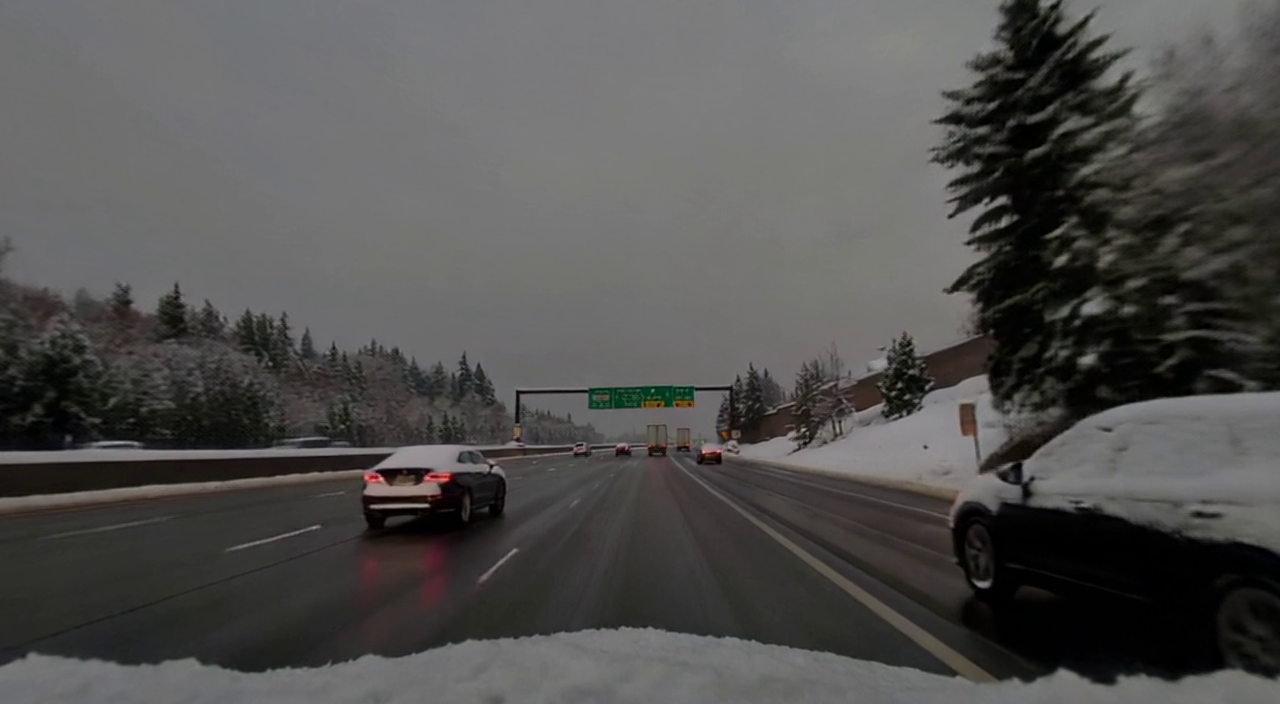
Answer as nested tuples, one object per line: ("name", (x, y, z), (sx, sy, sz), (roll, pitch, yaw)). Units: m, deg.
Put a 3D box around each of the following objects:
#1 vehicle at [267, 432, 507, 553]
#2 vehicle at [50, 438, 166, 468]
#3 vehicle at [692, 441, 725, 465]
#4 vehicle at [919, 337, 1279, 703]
("vehicle", (-3.596, 2.060, 9.912), (1.947, 1.479, 4.114), (0, -8, 2))
("vehicle", (-31.627, 6.025, 37.626), (1.889, 1.619, 5.621), (-1, -9, 2))
("vehicle", (5.000, 7.454, 46.362), (2.046, 1.655, 4.143), (0, -9, 2))
("vehicle", (3.649, 0.937, 3.434), (2.108, 1.709, 4.703), (0, -8, 1))
